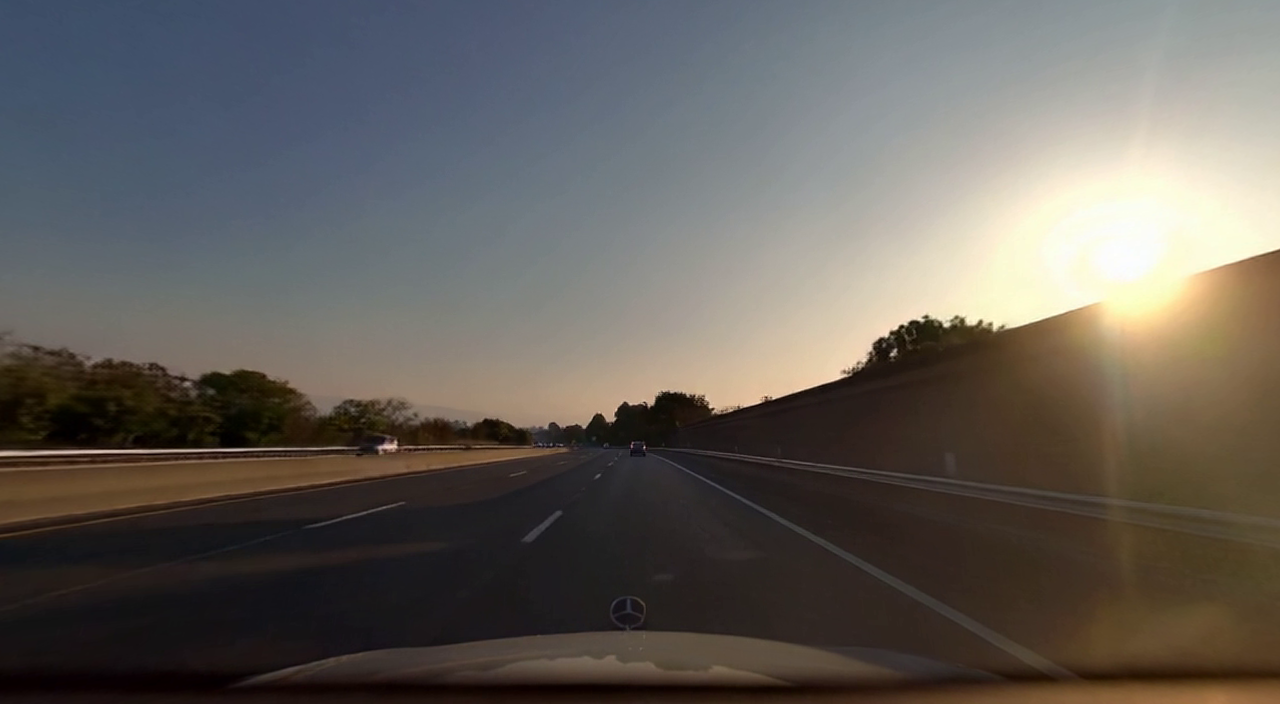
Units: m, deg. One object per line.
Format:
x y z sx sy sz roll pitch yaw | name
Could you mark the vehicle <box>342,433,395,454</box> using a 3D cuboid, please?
-21.156 7.146 49.271 1.994 1.536 4.786 0 -8 0 | vehicle
